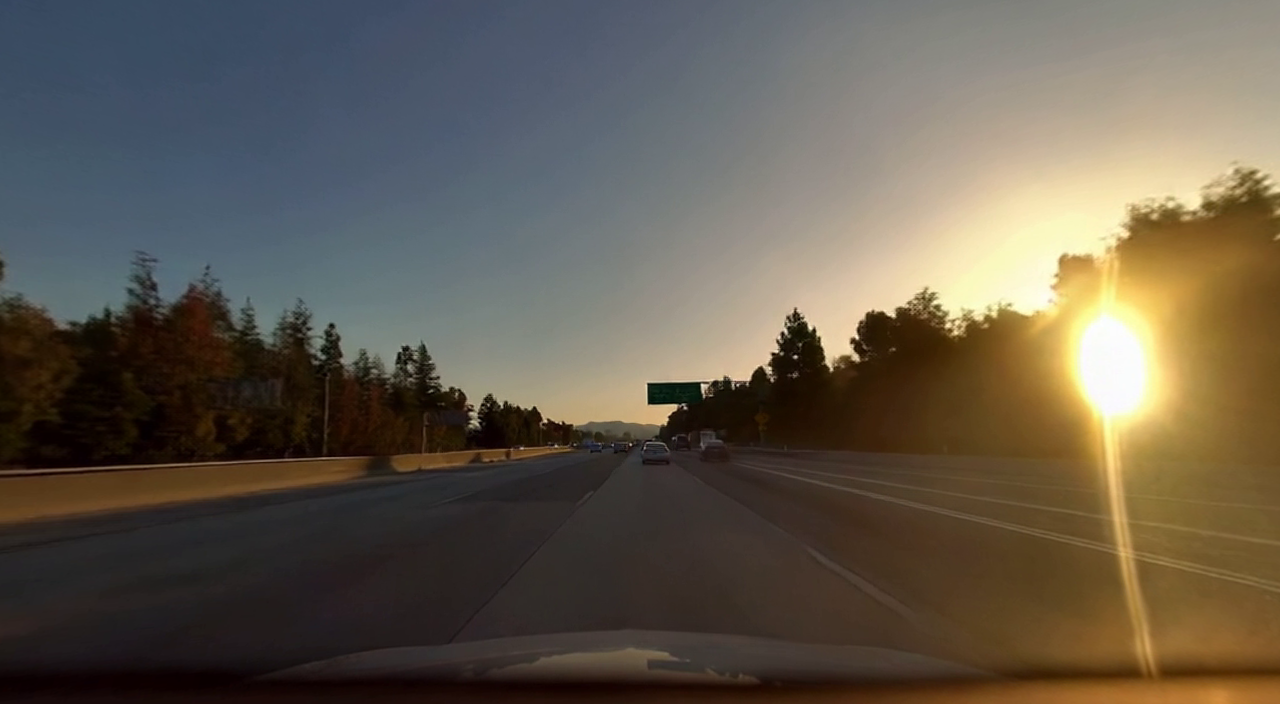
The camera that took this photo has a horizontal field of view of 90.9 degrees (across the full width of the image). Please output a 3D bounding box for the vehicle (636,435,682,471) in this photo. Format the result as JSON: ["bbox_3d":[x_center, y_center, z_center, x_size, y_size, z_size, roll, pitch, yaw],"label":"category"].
[{"bbox_3d":[0.945,5.400,33.961,2.260,1.766,4.348,0,-8,0],"label":"vehicle"}]
